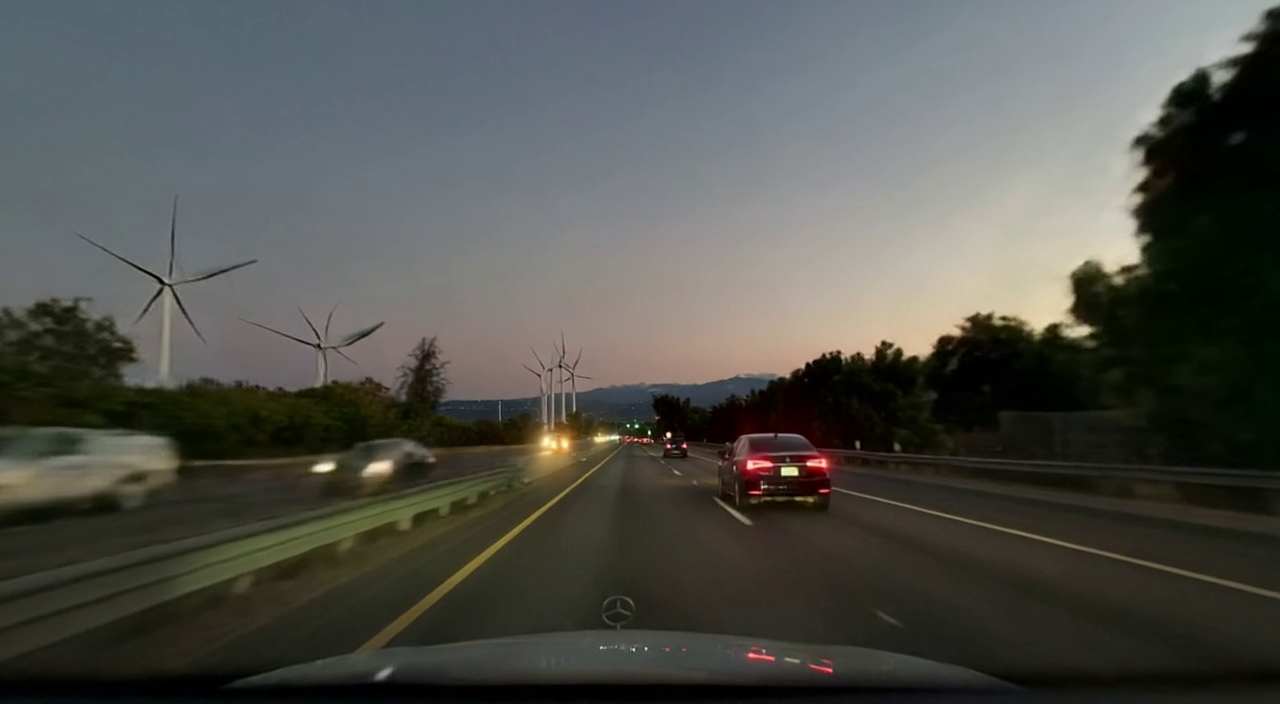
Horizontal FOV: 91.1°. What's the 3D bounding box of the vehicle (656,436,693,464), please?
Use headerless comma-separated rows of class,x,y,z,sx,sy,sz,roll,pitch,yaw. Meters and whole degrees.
vehicle,2.166,6.295,40.734,2.066,1.661,4.500,0,-8,-1

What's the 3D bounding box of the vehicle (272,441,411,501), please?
vehicle,-8.465,3.370,18.358,1.963,1.454,4.428,0,-8,-1

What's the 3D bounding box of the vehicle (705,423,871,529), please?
vehicle,2.525,2.212,11.974,2.038,1.624,4.312,0,-8,-1
